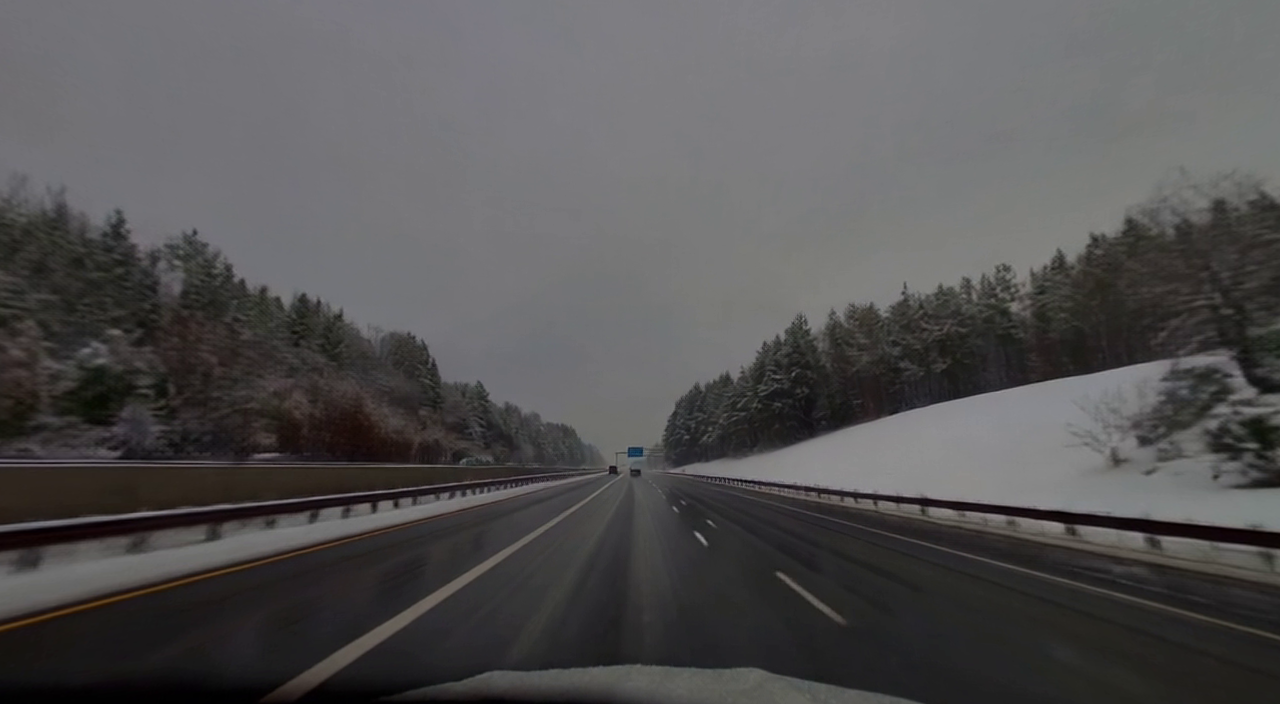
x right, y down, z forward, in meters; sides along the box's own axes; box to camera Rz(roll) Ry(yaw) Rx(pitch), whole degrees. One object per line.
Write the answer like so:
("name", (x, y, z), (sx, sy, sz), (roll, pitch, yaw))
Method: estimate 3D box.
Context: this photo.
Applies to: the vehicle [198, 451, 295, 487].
("vehicle", (-16.917, 5.063, 27.333), (1.740, 1.434, 3.717), (1, -10, 0))
